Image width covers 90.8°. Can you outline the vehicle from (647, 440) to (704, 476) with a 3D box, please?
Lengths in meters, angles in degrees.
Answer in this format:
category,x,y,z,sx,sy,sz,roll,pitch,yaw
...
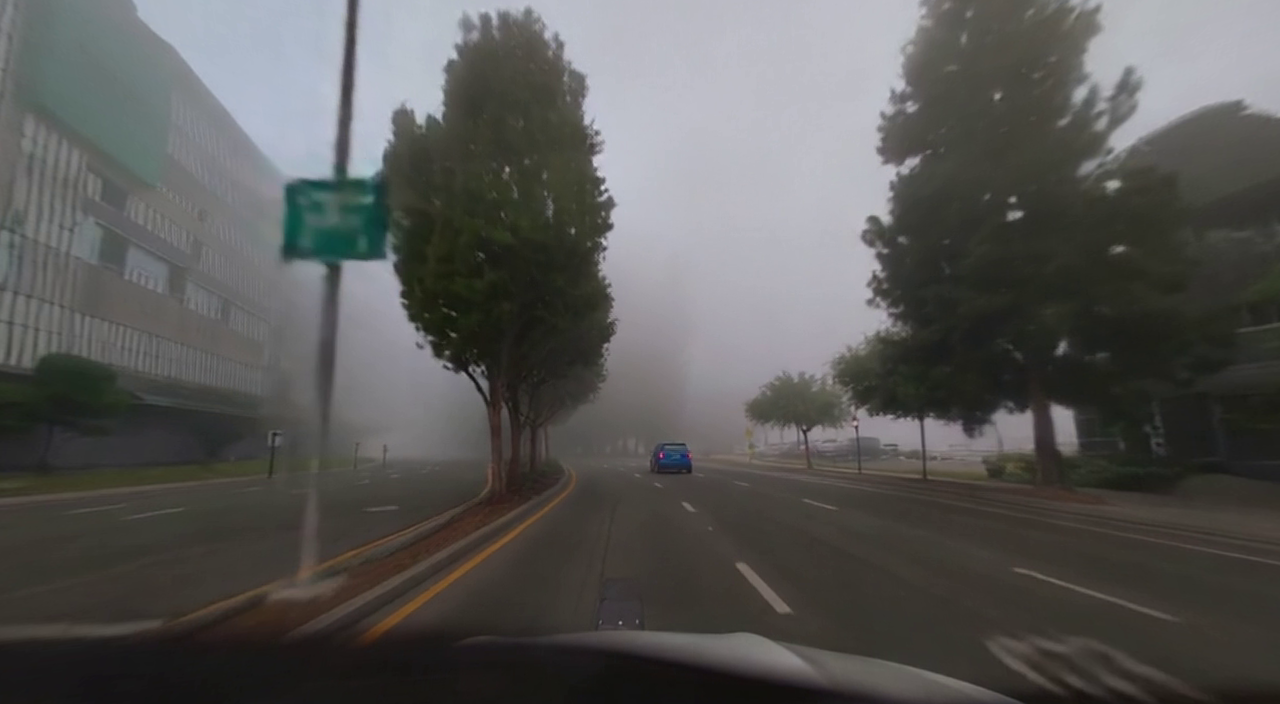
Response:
category,x,y,z,sx,sy,sz,roll,pitch,yaw
vehicle,1.674,5.244,31.549,2.165,1.633,4.381,0,-8,-6
